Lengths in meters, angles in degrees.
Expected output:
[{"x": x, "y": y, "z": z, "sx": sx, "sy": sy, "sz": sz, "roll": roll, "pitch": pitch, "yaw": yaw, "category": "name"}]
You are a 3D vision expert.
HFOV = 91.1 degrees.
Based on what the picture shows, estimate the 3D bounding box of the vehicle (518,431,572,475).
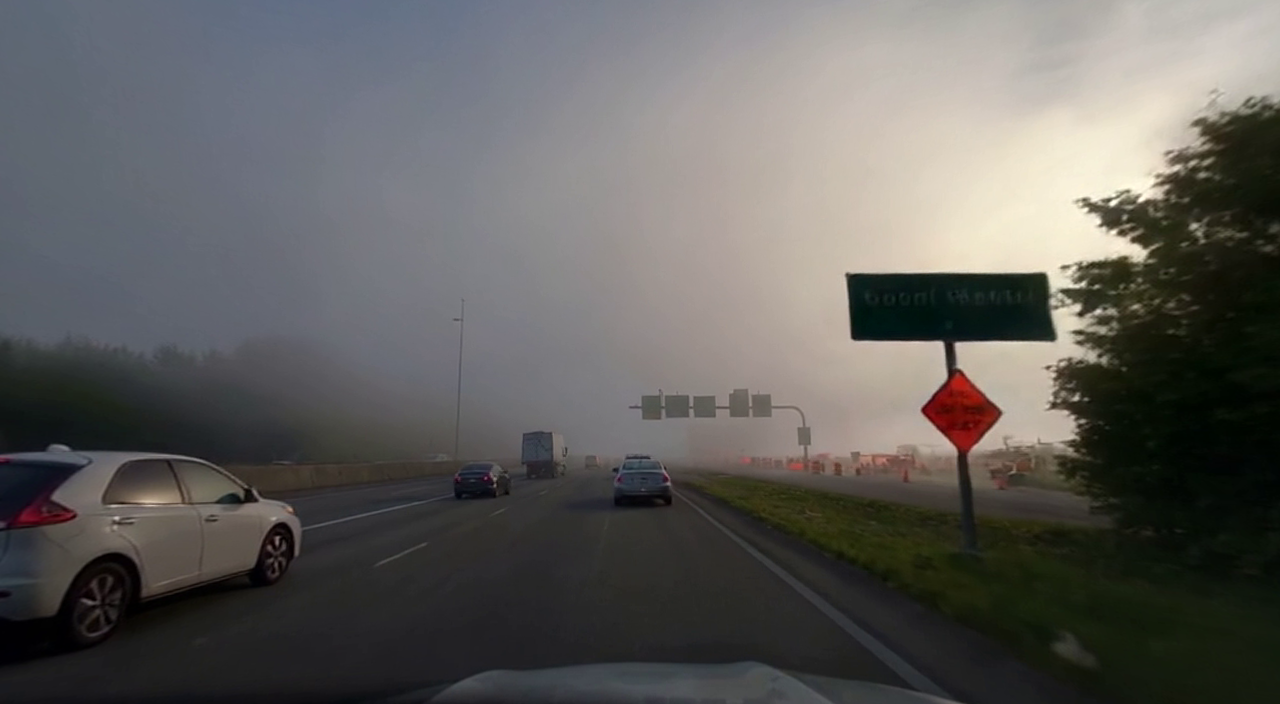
[{"x": -6.026, "y": 6.521, "z": 40.713, "sx": 2.326, "sy": 2.645, "sz": 6.249, "roll": 0, "pitch": -9, "yaw": 1, "category": "vehicle"}]

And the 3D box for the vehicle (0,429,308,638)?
[{"x": -5.583, "y": 1.608, "z": 6.460, "sx": 1.892, "sy": 1.481, "sz": 4.573, "roll": 0, "pitch": -9, "yaw": -1, "category": "vehicle"}]

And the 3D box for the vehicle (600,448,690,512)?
[{"x": 0.104, "y": 3.230, "z": 16.337, "sx": 2.080, "sy": 1.451, "sz": 3.512, "roll": 0, "pitch": -9, "yaw": -1, "category": "vehicle"}]

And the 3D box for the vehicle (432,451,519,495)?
[{"x": -5.813, "y": 4.303, "z": 22.737, "sx": 2.063, "sy": 1.417, "sz": 4.000, "roll": 0, "pitch": -9, "yaw": 0, "category": "vehicle"}]
